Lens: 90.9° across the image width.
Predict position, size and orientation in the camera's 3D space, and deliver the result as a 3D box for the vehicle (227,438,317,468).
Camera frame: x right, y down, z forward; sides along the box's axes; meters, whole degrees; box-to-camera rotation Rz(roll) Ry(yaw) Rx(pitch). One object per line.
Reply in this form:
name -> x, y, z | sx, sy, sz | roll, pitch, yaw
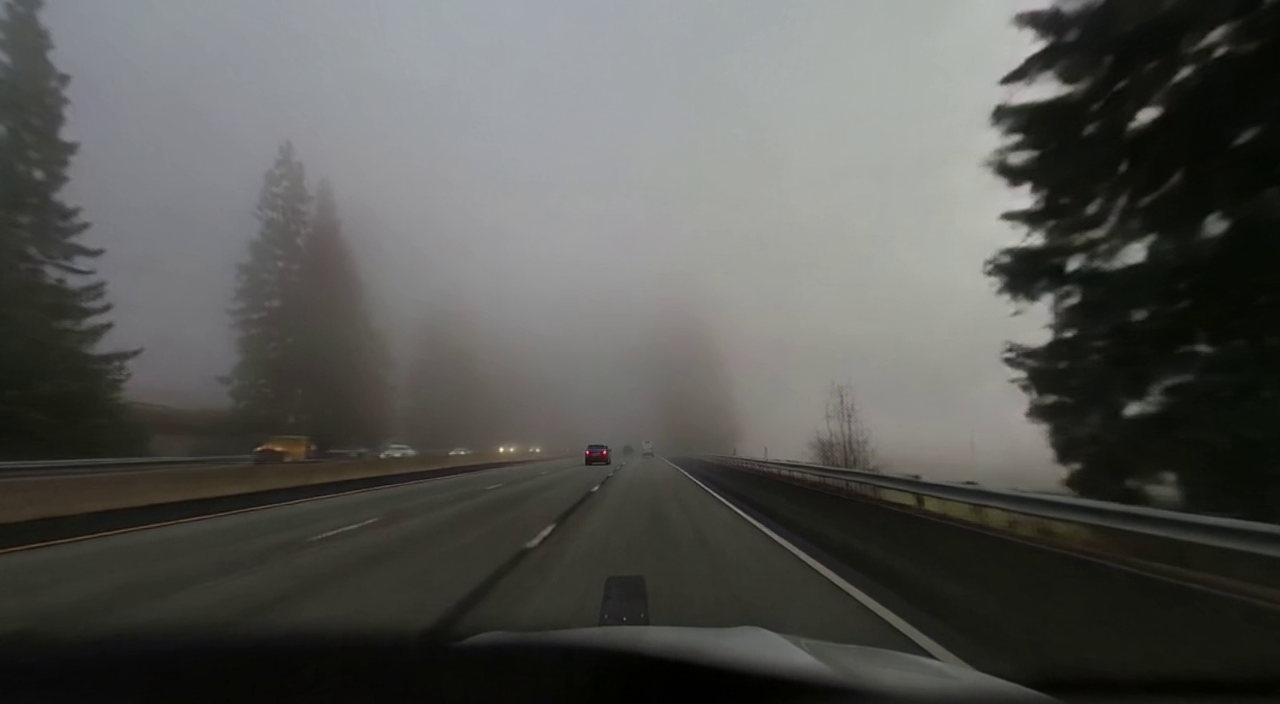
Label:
vehicle -> -25.336, 6.956, 43.770 | 2.367, 1.952, 6.285 | 0, -8, 1
